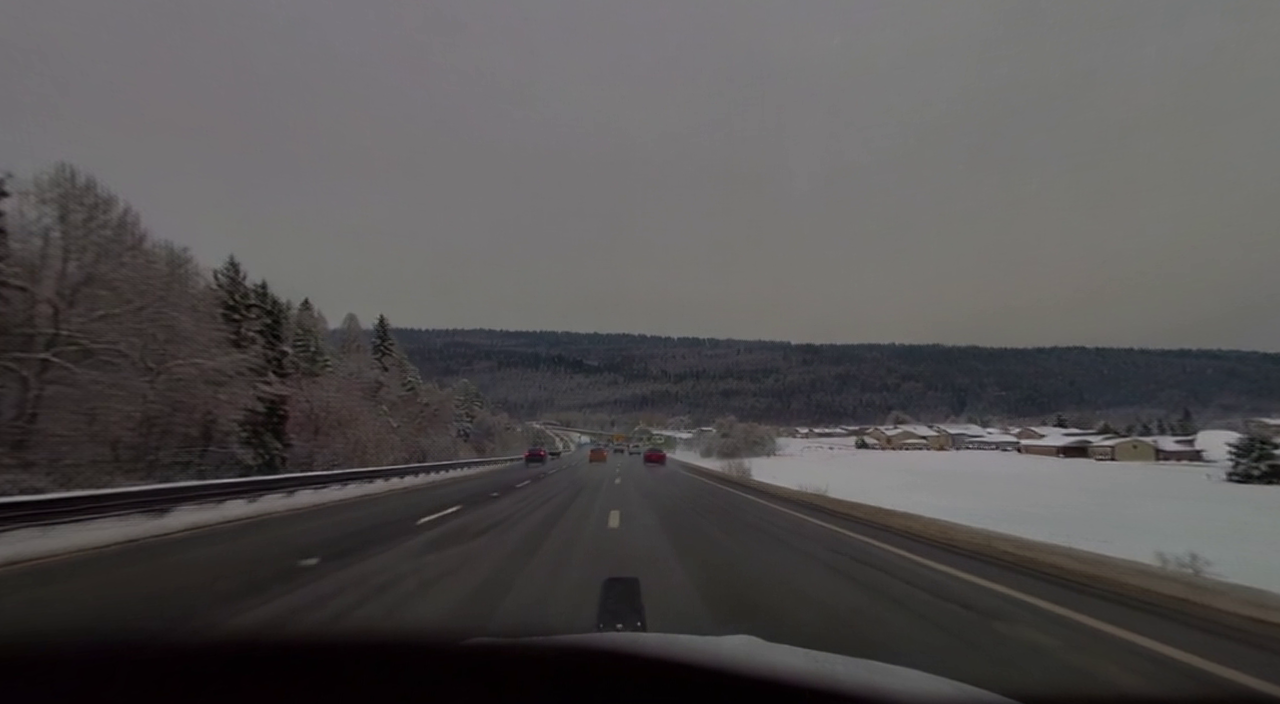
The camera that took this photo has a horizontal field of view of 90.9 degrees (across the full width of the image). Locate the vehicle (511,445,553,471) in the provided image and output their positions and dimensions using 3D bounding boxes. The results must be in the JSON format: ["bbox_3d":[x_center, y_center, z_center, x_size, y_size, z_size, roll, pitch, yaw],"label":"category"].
[{"bbox_3d":[-6.540,6.439,38.392,1.955,1.468,3.637,0,-9,-1],"label":"vehicle"}]

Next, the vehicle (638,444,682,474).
[{"bbox_3d":[1.007,5.727,33.947,2.019,1.475,4.301,0,-9,-3],"label":"vehicle"}]
